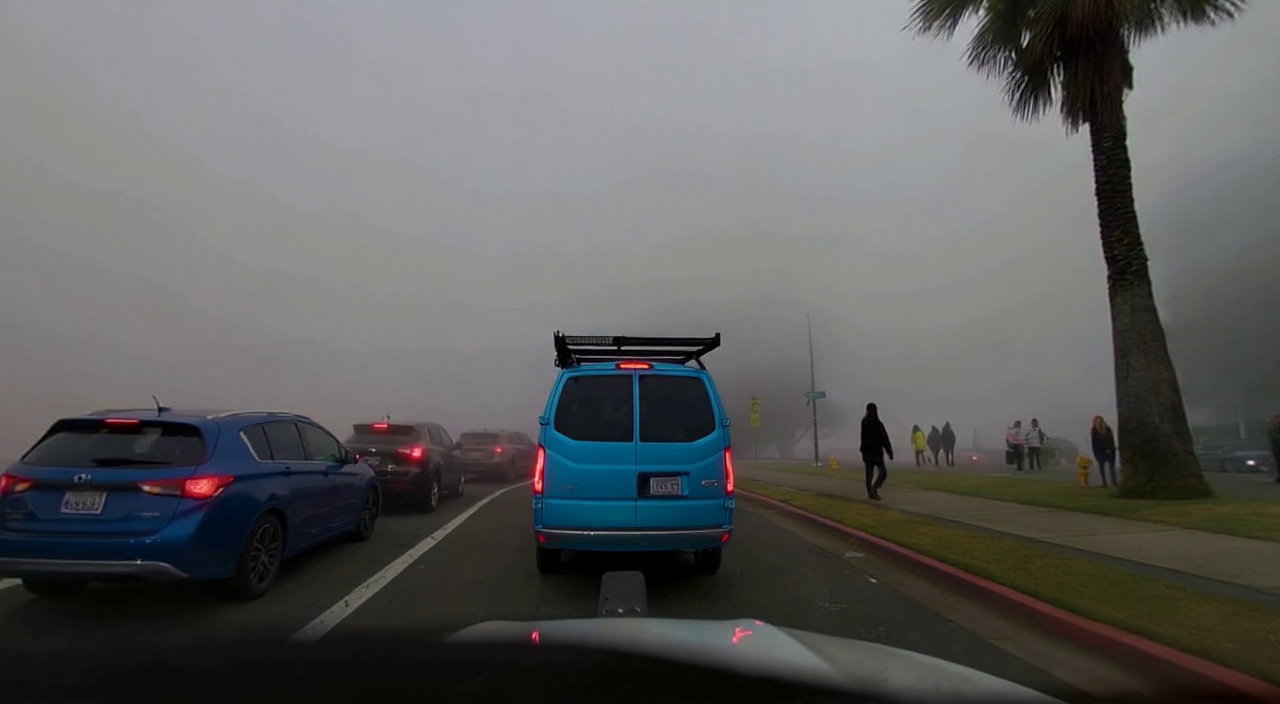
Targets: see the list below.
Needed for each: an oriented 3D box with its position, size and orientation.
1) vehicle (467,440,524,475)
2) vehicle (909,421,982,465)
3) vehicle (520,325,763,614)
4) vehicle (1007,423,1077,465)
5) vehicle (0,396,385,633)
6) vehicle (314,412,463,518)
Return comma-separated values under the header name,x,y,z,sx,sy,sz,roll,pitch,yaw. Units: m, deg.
name,x,y,z,sx,sy,sz,roll,pitch,yaw
vehicle,-6.833,4.894,29.573,1.818,1.479,4.428,4,-9,-22
vehicle,12.649,3.763,26.046,2.046,1.675,3.924,-6,-10,33
vehicle,-0.197,1.220,7.178,1.902,2.238,4.263,1,-9,-6
vehicle,15.789,3.620,24.725,2.048,1.475,3.972,-6,-10,34
vehicle,-4.399,1.466,6.657,1.986,1.643,4.315,1,-9,-6
vehicle,-5.211,2.407,13.896,2.089,1.854,5.022,2,-9,-11
